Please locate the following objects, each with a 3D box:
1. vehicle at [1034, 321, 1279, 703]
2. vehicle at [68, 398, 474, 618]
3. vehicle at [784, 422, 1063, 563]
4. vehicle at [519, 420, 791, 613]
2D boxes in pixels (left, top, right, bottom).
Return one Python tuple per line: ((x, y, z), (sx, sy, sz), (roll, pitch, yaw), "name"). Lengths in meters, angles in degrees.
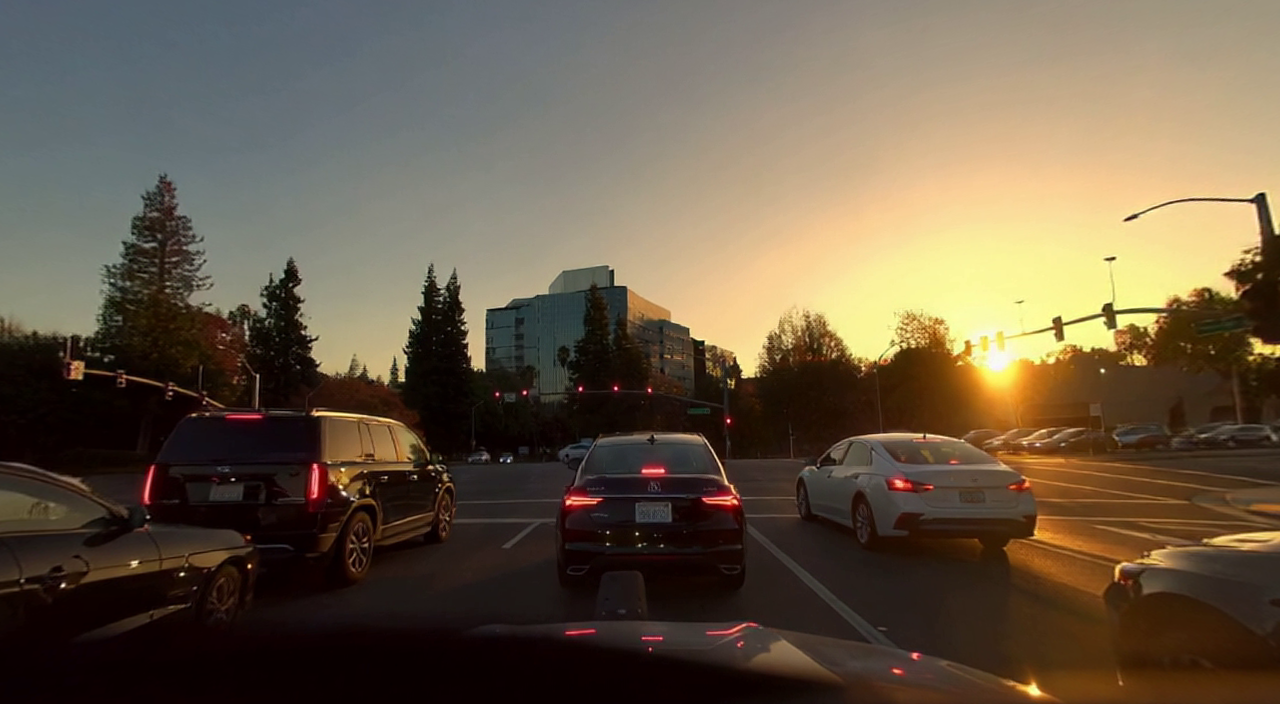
((3.235, 0.608, 1.173), (2.178, 1.691, 4.314), (0, -9, 0), "vehicle")
((-3.416, 1.525, 7.070), (1.958, 1.693, 4.242), (0, -9, 0), "vehicle")
((3.532, 1.838, 8.990), (1.874, 1.487, 4.404), (0, -9, -1), "vehicle")
((0.062, 1.589, 7.022), (2.114, 1.482, 4.056), (0, -9, -2), "vehicle")
